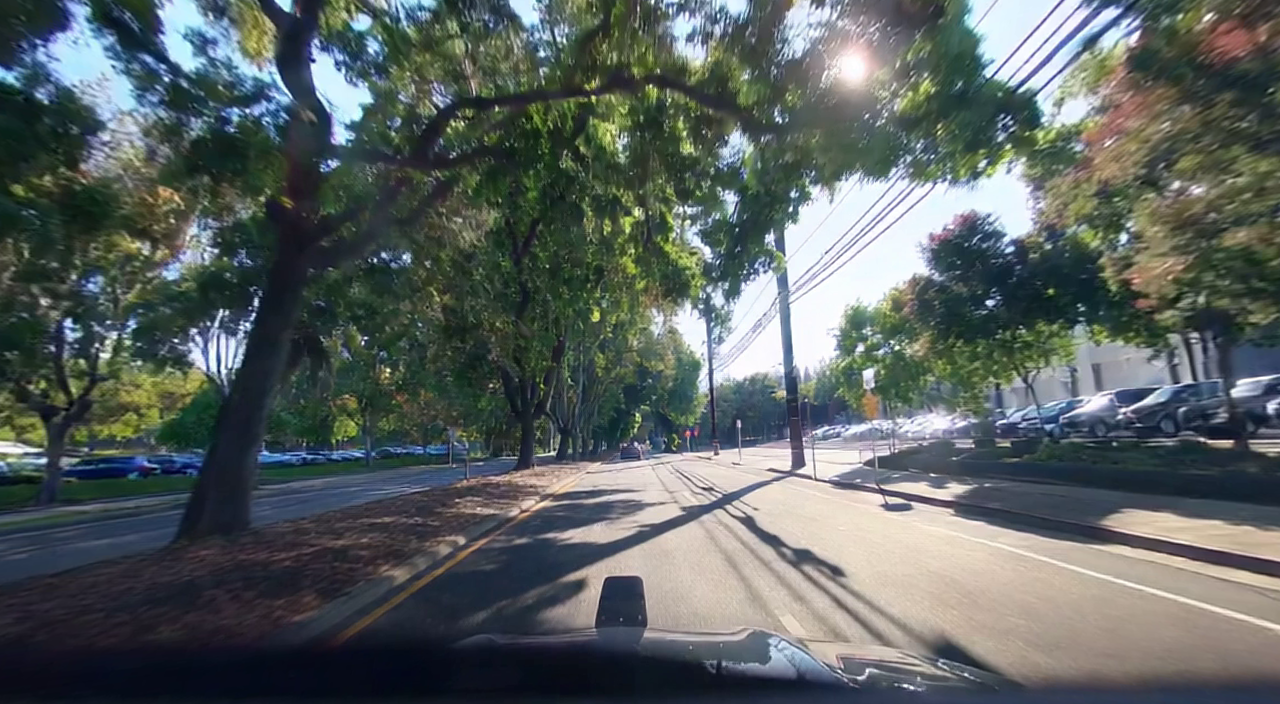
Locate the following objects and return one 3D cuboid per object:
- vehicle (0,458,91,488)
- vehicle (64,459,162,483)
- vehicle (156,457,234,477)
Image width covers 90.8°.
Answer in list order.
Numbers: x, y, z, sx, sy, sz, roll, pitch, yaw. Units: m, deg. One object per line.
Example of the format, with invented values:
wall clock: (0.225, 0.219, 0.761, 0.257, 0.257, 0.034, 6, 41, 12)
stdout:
vehicle: (-33.945, 6.786, 35.550, 4.280, 1.535, 1.888, -1, -9, 0)
vehicle: (-33.939, 7.686, 40.783, 4.581, 1.402, 1.921, 0, -8, -1)
vehicle: (-34.252, 8.845, 48.739, 4.499, 1.448, 1.915, 0, -8, -3)
